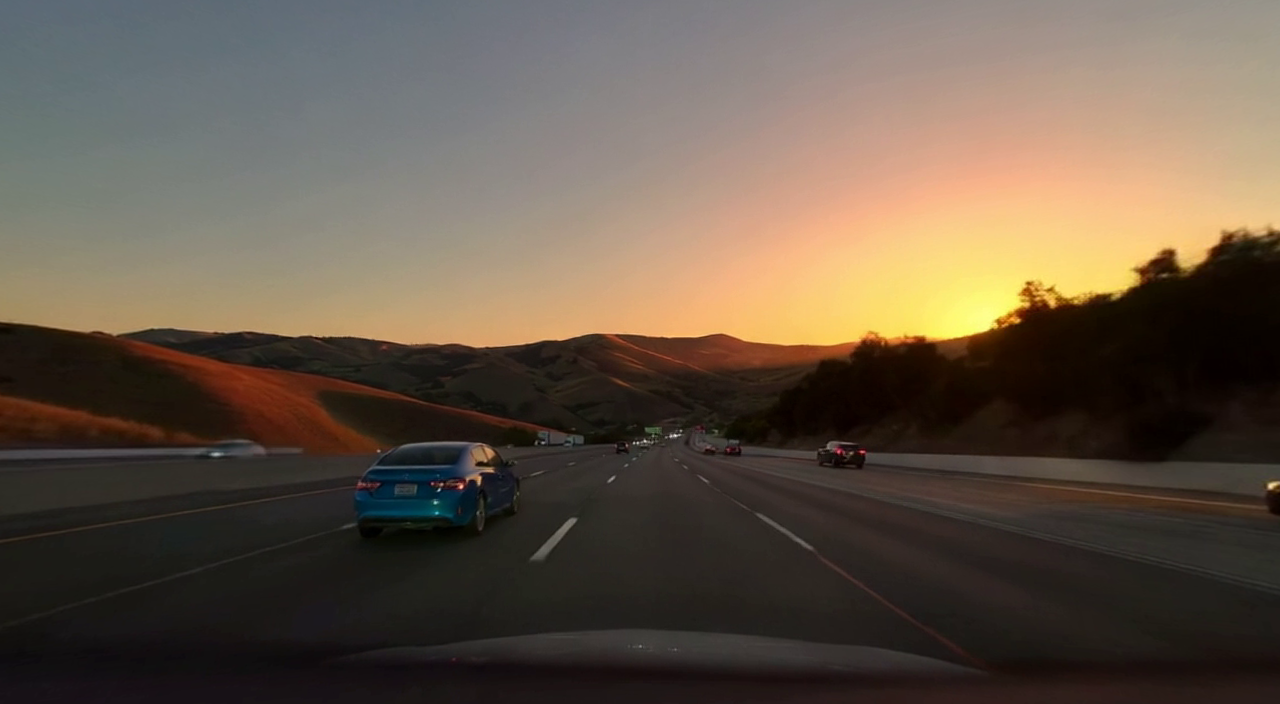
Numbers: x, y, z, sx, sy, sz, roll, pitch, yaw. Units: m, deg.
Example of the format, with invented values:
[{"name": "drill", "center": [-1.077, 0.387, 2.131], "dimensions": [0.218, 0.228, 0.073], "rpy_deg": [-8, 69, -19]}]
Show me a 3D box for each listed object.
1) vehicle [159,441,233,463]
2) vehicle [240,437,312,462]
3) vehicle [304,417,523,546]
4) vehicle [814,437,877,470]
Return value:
[{"name": "vehicle", "center": [-32.824, 7.369, 46.594], "dimensions": [2.005, 1.519, 4.736], "rpy_deg": [0, -8, 0]}, {"name": "vehicle", "center": [-28.598, 7.664, 49.556], "dimensions": [2.173, 1.849, 5.682], "rpy_deg": [0, -8, 1]}, {"name": "vehicle", "center": [-3.224, 1.921, 9.916], "dimensions": [1.967, 1.615, 3.886], "rpy_deg": [0, -8, 0]}, {"name": "vehicle", "center": [11.605, 5.727, 35.753], "dimensions": [2.062, 1.736, 4.589], "rpy_deg": [0, -8, 0]}]
